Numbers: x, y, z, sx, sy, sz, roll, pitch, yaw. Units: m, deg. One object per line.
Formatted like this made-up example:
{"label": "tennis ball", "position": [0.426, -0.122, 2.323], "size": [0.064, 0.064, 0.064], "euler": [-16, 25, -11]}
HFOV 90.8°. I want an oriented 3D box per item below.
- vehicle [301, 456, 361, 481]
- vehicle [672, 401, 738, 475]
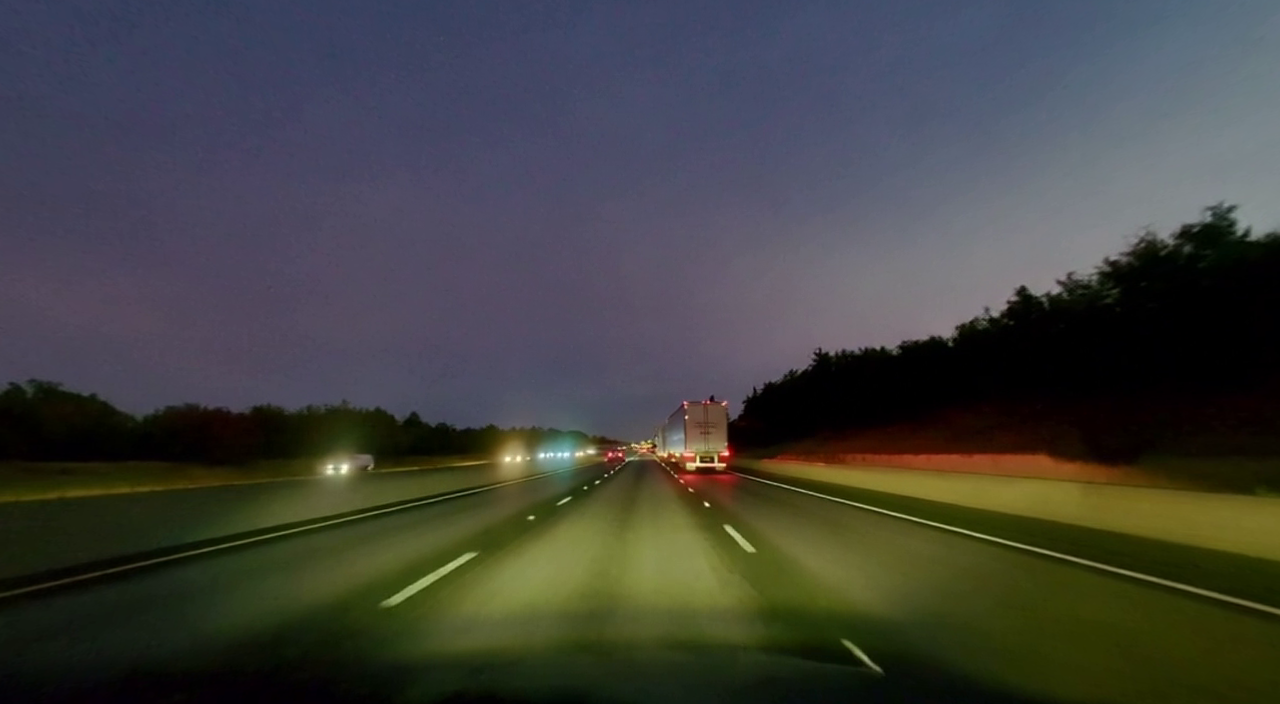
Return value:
{"label": "vehicle", "position": [-20.039, 7.557, 41.108], "size": [1.787, 1.474, 4.070], "euler": [0, -9, 2]}
{"label": "vehicle", "position": [3.898, 5.839, 41.680], "size": [2.901, 4.032, 14.338], "euler": [0, -9, 0]}
